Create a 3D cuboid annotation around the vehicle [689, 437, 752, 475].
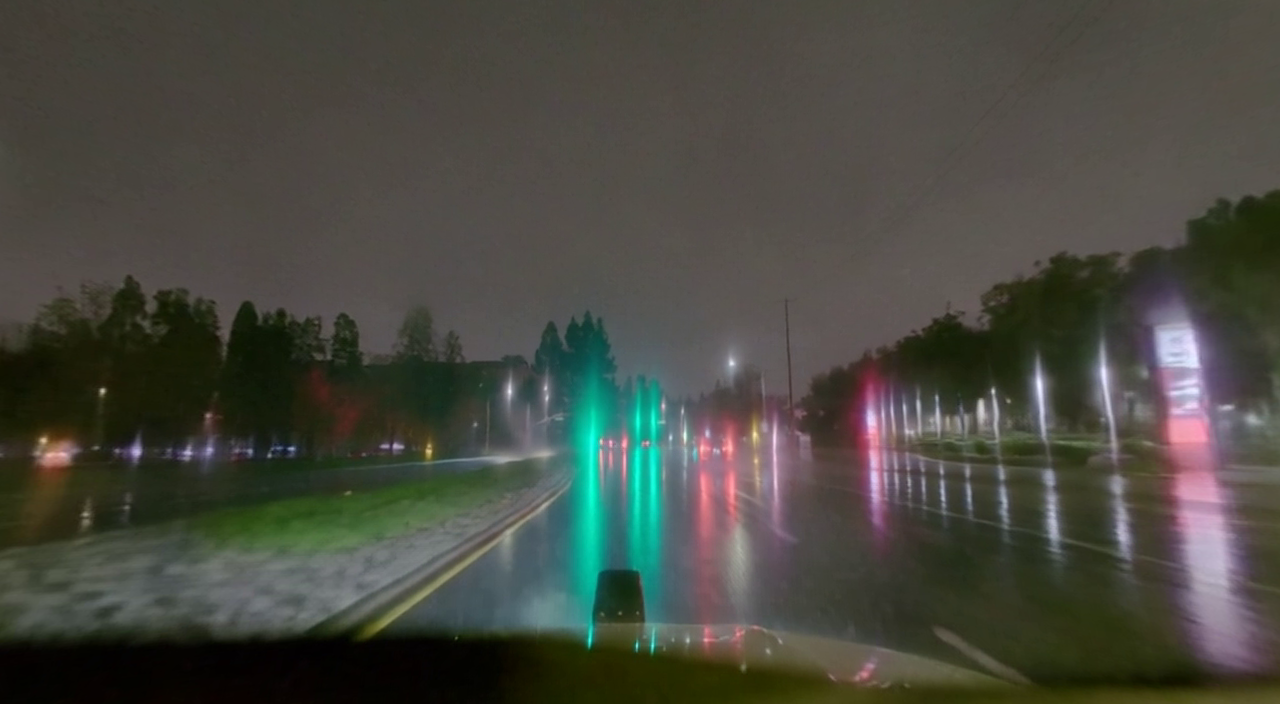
[{"bbox_3d":[3.323,4.386,26.948,1.948,1.479,4.620,1,-8,-1],"label":"vehicle"}]
